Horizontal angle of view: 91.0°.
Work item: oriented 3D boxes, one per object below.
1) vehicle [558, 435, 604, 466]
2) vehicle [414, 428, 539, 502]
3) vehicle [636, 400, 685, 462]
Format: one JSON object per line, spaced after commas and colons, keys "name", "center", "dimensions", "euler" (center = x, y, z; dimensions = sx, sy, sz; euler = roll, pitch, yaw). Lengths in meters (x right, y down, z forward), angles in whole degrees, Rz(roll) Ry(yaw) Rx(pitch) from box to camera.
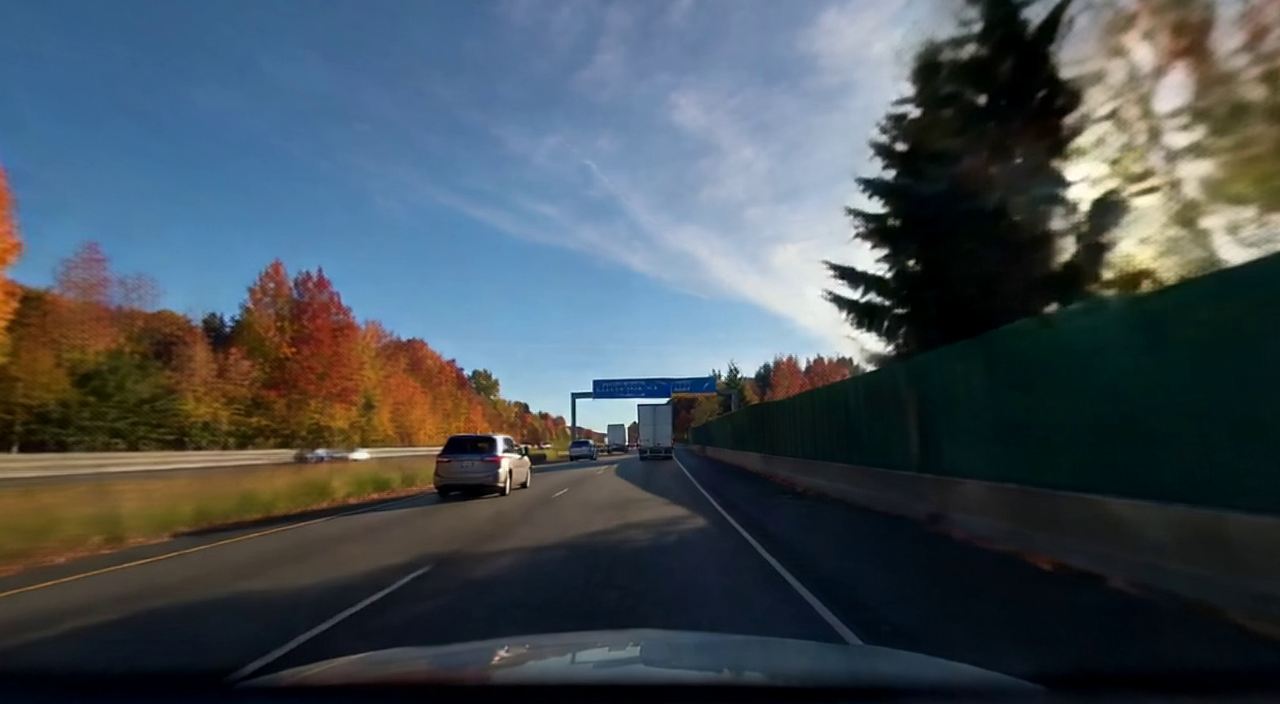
{"name": "vehicle", "center": [-3.176, 5.411, 34.636], "dimensions": [1.962, 1.575, 4.158], "euler": [0, -8, 2]}
{"name": "vehicle", "center": [-3.797, 2.680, 15.371], "dimensions": [1.927, 1.556, 3.921], "euler": [0, -8, 1]}
{"name": "vehicle", "center": [1.377, 5.481, 43.090], "dimensions": [2.933, 3.701, 10.425], "euler": [0, -8, 2]}
